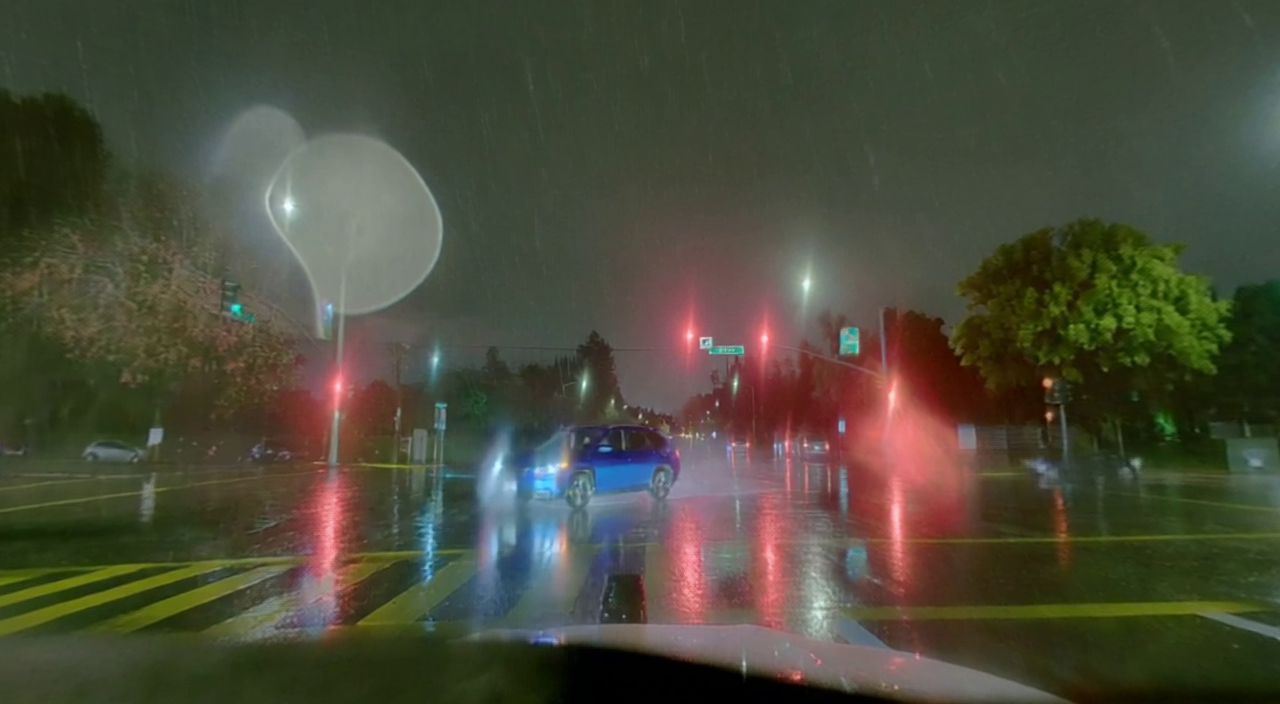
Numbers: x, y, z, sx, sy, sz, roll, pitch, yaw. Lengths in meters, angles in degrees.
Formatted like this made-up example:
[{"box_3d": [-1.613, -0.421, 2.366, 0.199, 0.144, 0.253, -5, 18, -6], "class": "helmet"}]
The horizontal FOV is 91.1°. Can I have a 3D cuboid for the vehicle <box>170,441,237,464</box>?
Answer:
[{"box_3d": [-29.124, 6.705, 42.036, 1.696, 1.431, 3.686, -1, -8, 3], "class": "vehicle"}]

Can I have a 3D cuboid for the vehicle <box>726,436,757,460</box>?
[{"box_3d": [7.958, 7.555, 49.446, 1.994, 1.753, 4.346, -1, -8, 4], "class": "vehicle"}]

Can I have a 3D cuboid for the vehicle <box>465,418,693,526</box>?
[{"box_3d": [-1.028, 2.354, 12.942, 2.134, 1.768, 4.580, -6, -10, 36], "class": "vehicle"}]
